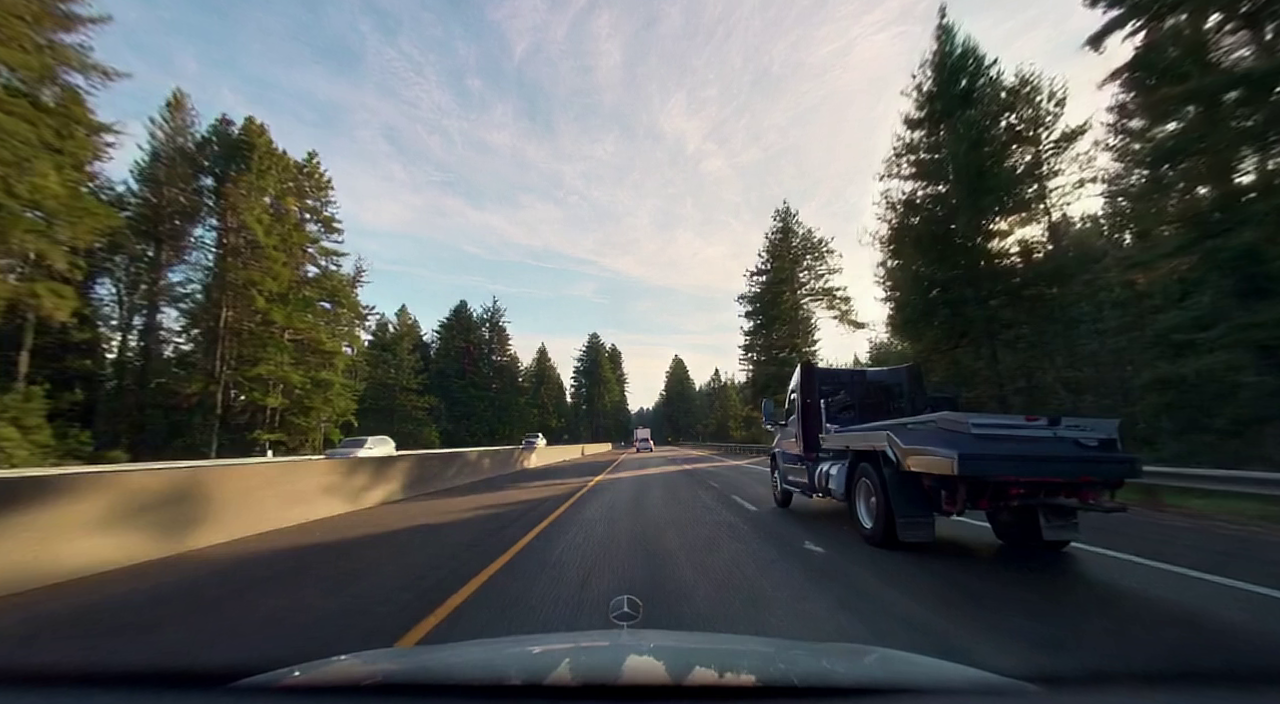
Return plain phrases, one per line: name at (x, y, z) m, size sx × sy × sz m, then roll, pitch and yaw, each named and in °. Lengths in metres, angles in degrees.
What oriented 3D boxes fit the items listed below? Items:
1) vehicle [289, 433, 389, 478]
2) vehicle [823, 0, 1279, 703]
vehicle at (-13.022, 4.498, 27.667) m, size 2.031 × 1.771 × 4.690 m, roll 0°, pitch -8°, yaw 1°
vehicle at (4.418, 0.059, 2.818) m, size 2.990 × 3.573 × 14.258 m, roll 0°, pitch -8°, yaw 0°
